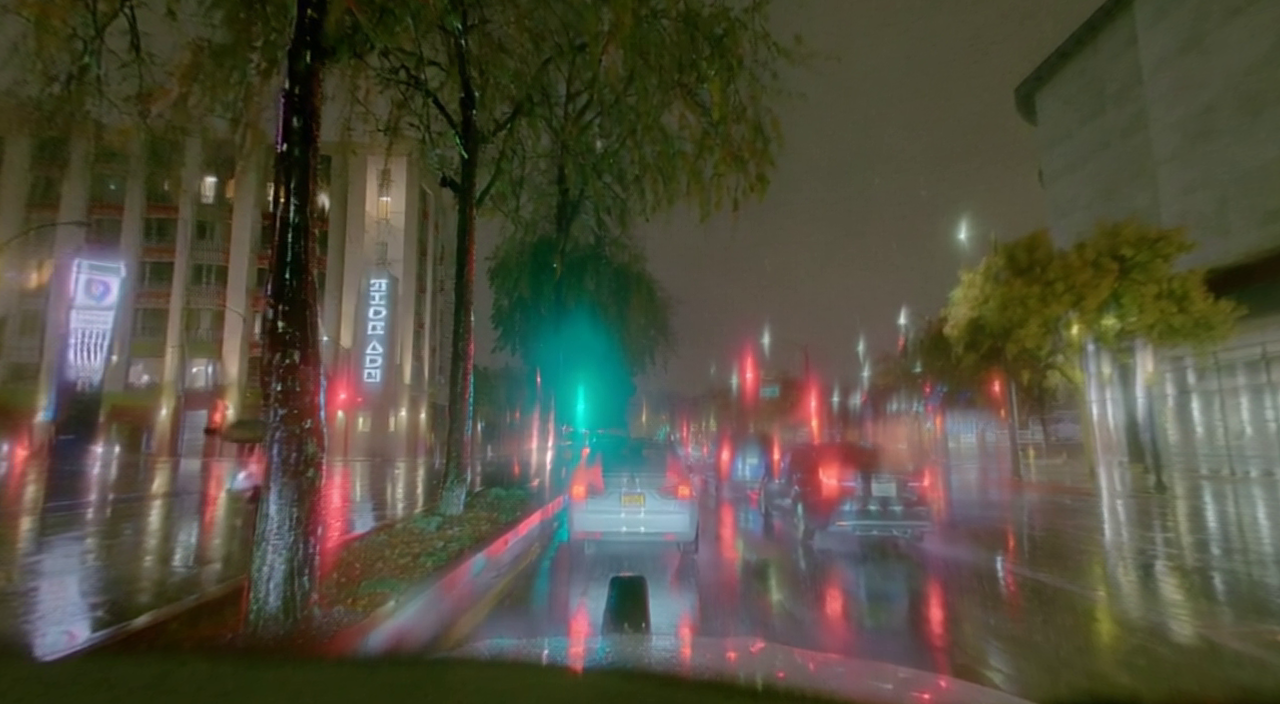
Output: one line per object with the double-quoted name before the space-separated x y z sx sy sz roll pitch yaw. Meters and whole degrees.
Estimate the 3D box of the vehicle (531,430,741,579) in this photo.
"vehicle" -0.086 1.828 8.421 2.087 1.456 4.143 0 -8 -1

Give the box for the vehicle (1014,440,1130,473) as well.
"vehicle" 22.832 5.525 33.458 4.610 1.622 1.934 -1 -8 4

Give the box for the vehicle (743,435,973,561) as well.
"vehicle" 2.913 2.031 9.583 1.893 1.446 4.270 0 -8 -1
